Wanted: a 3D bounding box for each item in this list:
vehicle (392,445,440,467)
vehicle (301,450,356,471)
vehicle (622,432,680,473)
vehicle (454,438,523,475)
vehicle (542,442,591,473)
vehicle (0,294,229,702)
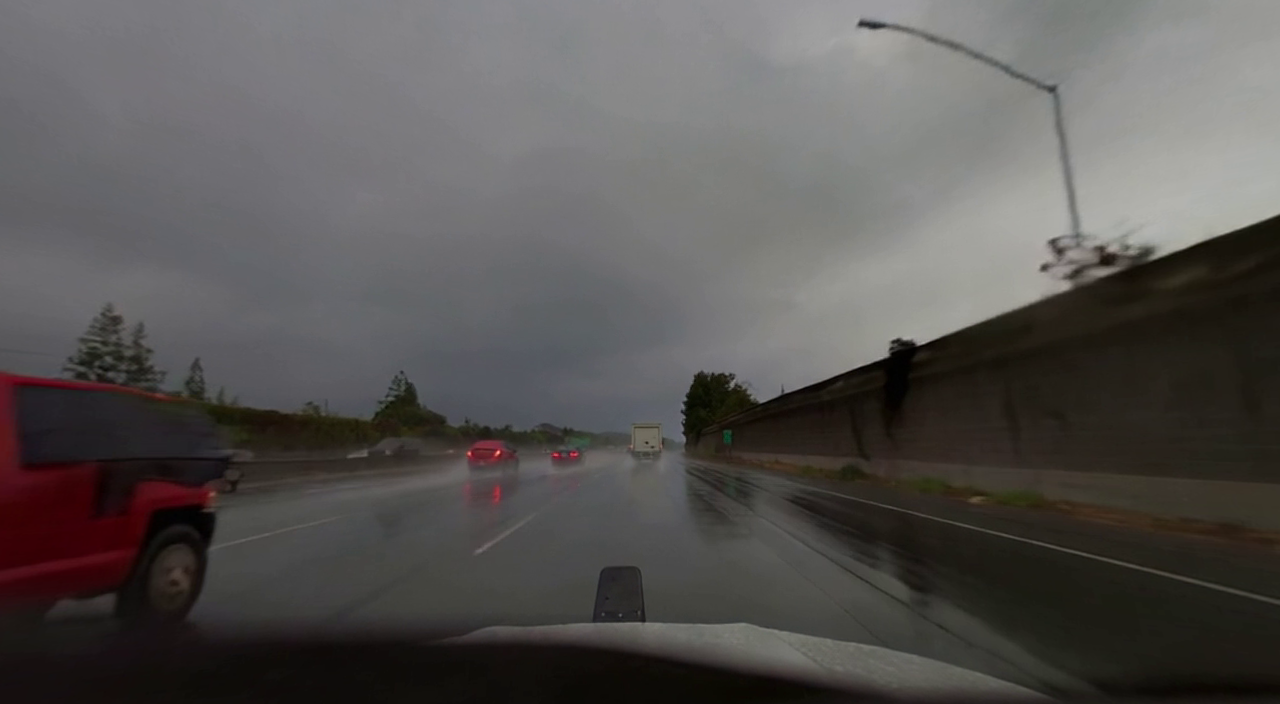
[{"bbox_3d":[-16.709,7.767,47.212,1.903,1.563,4.375,0,-9,1],"label":"vehicle"},{"bbox_3d":[-24.214,8.444,49.107,1.891,1.543,4.471,0,-9,1],"label":"vehicle"},{"bbox_3d":[0.536,5.337,33.592,2.856,1.994,4.931,1,-9,0],"label":"vehicle"},{"bbox_3d":[-7.356,5.137,31.118,2.189,1.673,4.699,0,-9,1],"label":"vehicle"},{"bbox_3d":[-3.817,5.571,33.459,2.000,1.512,4.371,0,-9,1],"label":"vehicle"},{"bbox_3d":[-4.360,0.515,1.818,2.368,2.003,5.844,1,-9,0],"label":"vehicle"}]
